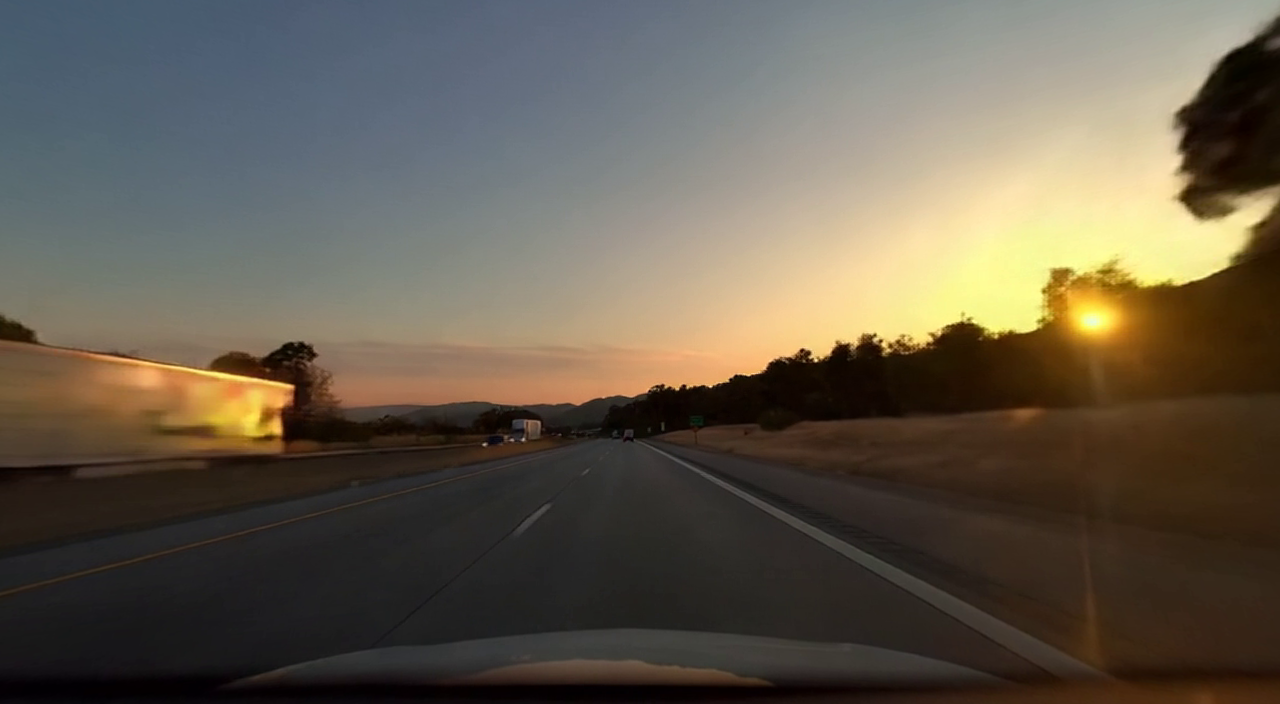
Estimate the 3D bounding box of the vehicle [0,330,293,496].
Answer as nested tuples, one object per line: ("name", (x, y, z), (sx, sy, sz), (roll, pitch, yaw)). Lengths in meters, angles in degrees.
("vehicle", (-16.954, 2.100, 19.323), (3.459, 3.900, 16.947), (-2, -8, -1))
